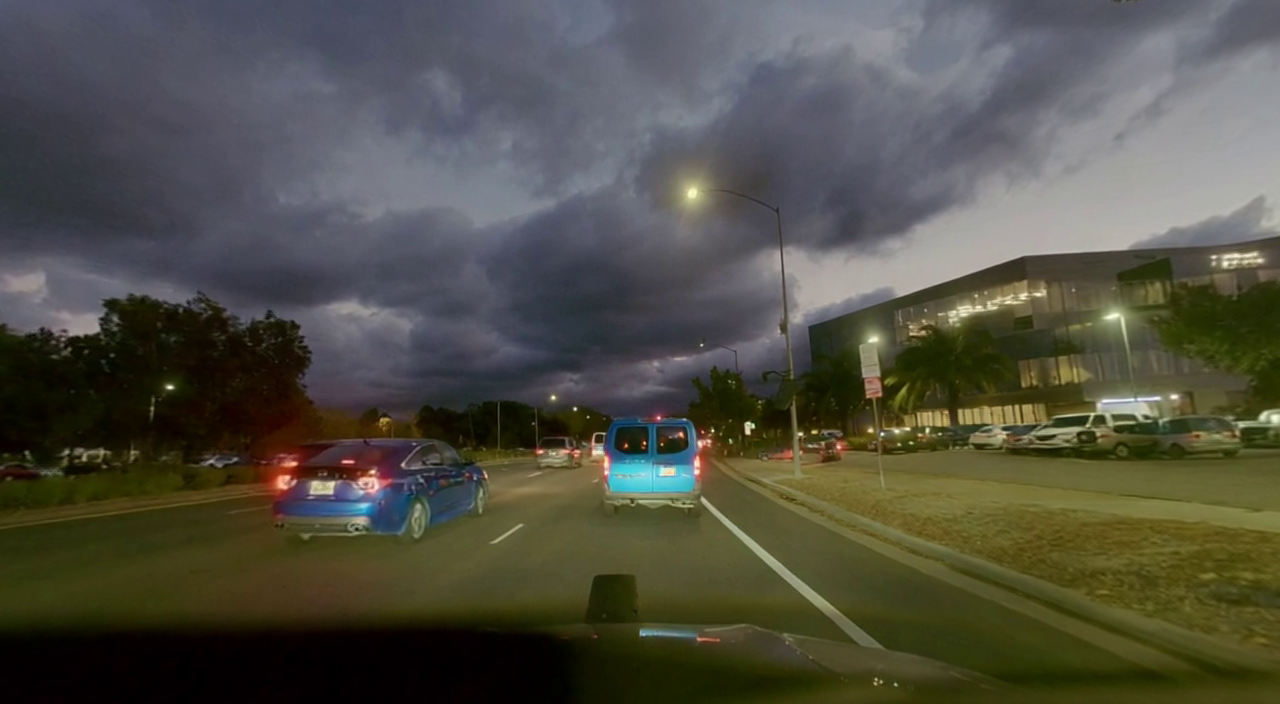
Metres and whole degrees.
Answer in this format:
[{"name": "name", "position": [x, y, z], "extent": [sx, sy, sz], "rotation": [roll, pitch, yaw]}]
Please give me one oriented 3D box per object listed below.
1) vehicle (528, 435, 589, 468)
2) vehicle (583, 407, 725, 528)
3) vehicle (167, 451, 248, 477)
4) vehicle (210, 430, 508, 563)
[{"name": "vehicle", "position": [-4.456, 5.519, 35.183], "extent": [2.116, 1.714, 4.757], "rotation": [-1, -9, 9]}, {"name": "vehicle", "position": [0.291, 2.087, 11.824], "extent": [2.173, 1.830, 4.189], "rotation": [0, -9, 2]}, {"name": "vehicle", "position": [-32.779, 8.456, 48.099], "extent": [1.977, 1.788, 4.978], "rotation": [-2, -9, 13]}, {"name": "vehicle", "position": [-3.671, 1.975, 9.526], "extent": [1.991, 1.459, 4.813], "rotation": [-1, -9, 4]}]
